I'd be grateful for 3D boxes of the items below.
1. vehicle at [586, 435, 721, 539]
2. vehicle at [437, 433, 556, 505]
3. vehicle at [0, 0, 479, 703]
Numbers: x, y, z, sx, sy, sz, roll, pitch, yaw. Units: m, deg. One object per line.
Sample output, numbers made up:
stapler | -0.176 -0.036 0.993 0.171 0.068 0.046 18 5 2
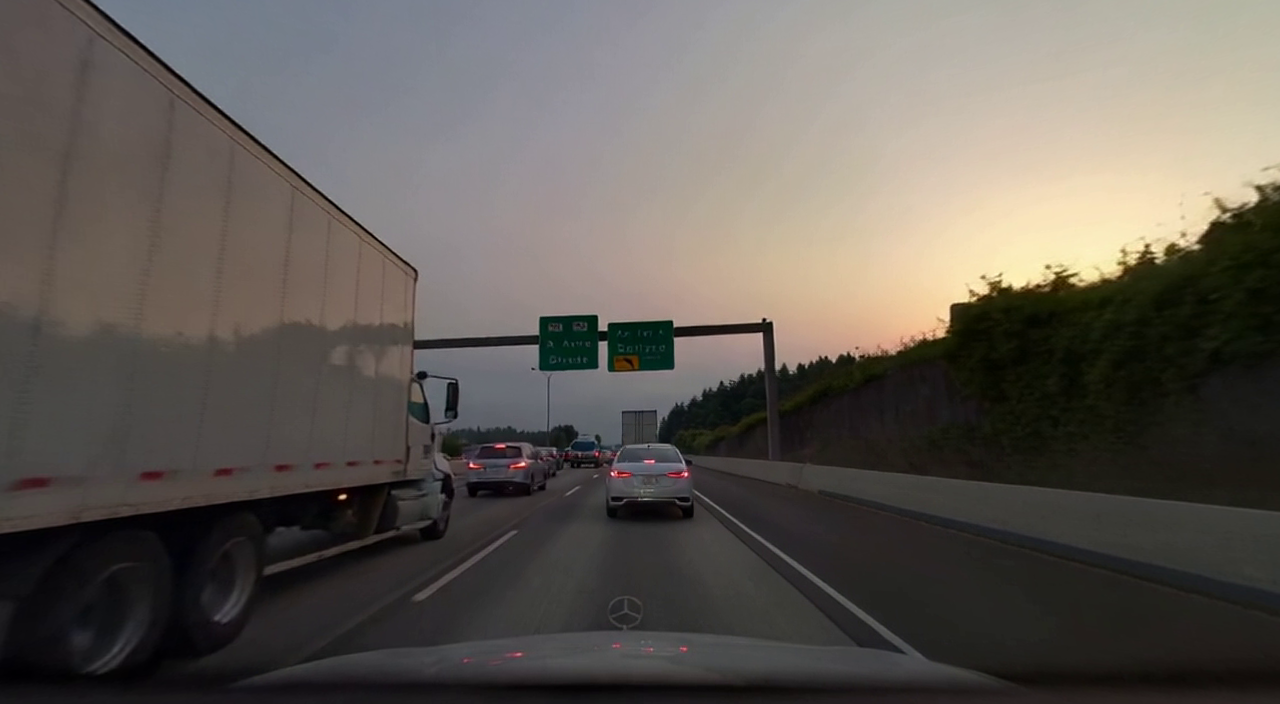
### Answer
vehicle | 0.168 2.270 11.082 1.995 1.495 3.380 0 -9 -1
vehicle | -3.644 3.075 16.907 2.165 1.638 4.317 0 -9 0
vehicle | -3.890 0.503 5.473 2.832 3.293 7.782 0 -9 0
